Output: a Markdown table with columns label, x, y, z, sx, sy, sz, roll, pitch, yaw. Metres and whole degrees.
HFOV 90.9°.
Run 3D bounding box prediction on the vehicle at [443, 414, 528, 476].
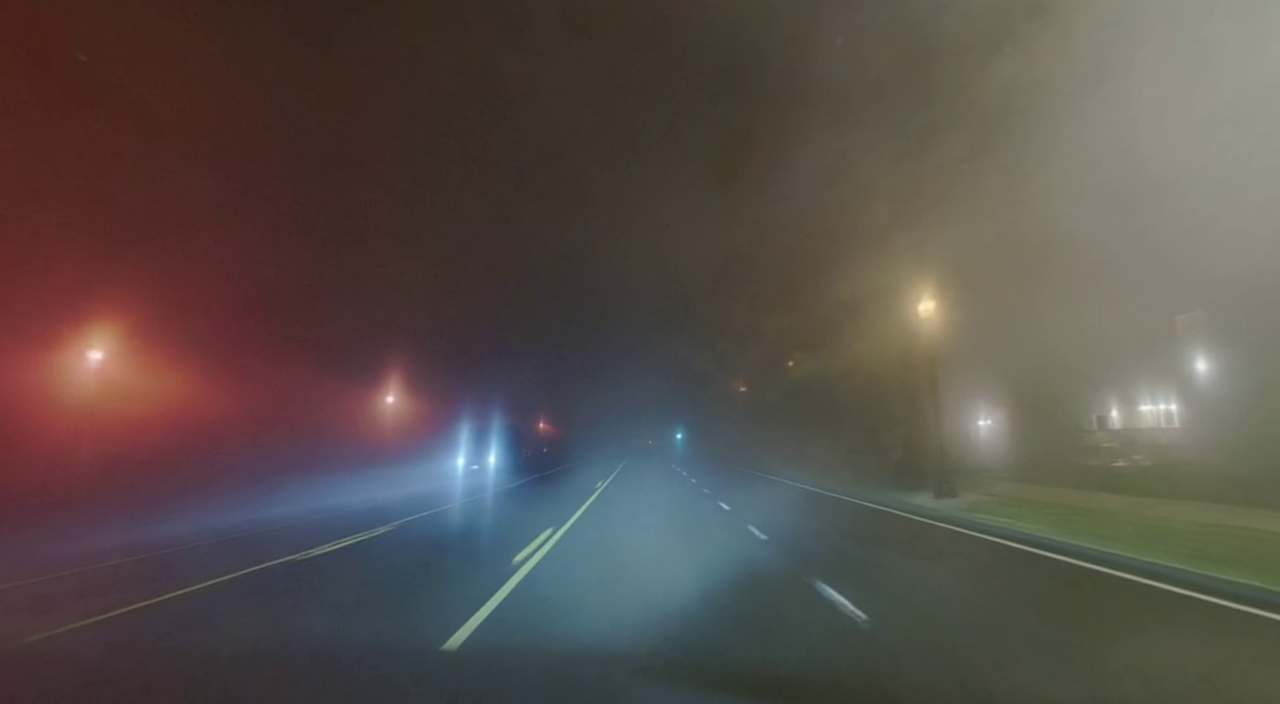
| label | x | y | z | sx | sy | sz | roll | pitch | yaw |
| --- | --- | --- | --- | --- | --- | --- | --- | --- | --- |
| vehicle | -8.698 | 5.373 | 36.714 | 2.757 | 3.141 | 8.316 | 0 | -8 | 1 |
